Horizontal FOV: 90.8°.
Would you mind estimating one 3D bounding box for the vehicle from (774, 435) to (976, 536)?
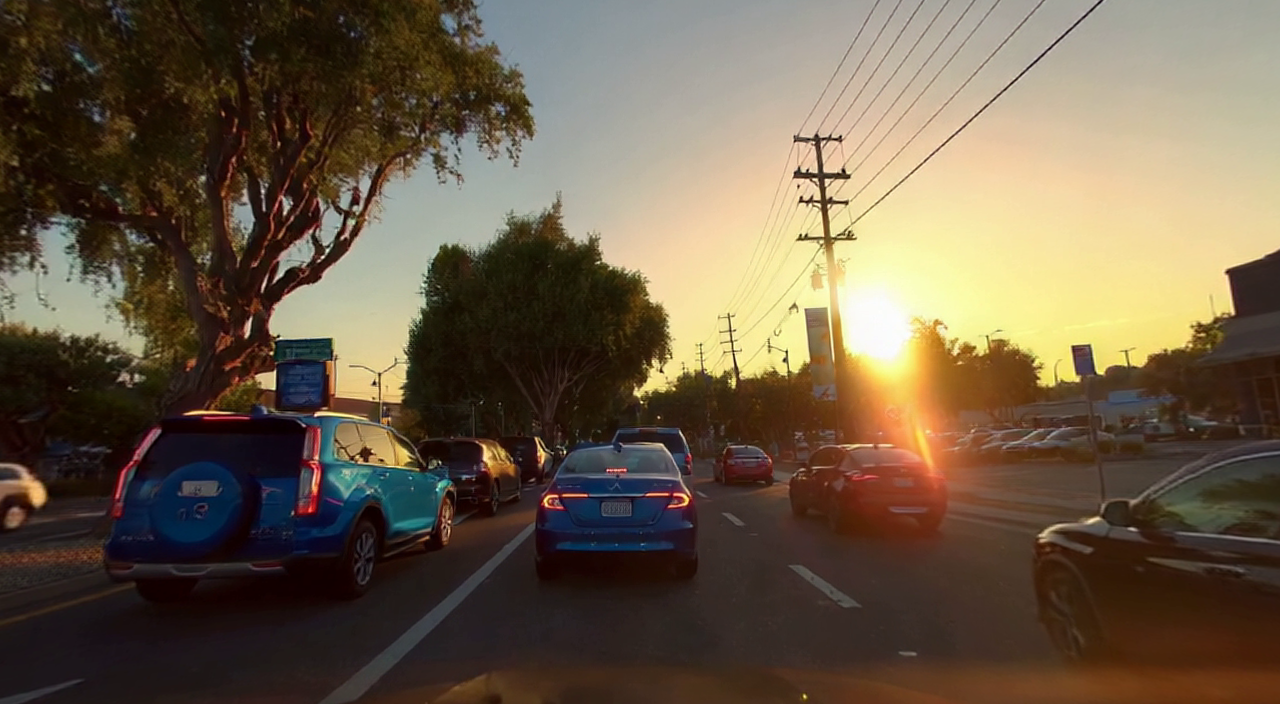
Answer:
[{"bbox_3d":[3.918,2.289,11.503,1.909,1.473,4.361,0,-9,-1],"label":"vehicle"}]

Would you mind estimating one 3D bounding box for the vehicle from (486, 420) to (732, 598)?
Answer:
[{"bbox_3d":[-0.320,1.633,7.396,2.097,1.511,3.809,0,-9,-2],"label":"vehicle"}]

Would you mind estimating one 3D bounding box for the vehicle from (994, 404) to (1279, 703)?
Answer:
[{"bbox_3d":[3.618,0.926,2.368,1.929,1.479,4.723,0,-9,1],"label":"vehicle"}]

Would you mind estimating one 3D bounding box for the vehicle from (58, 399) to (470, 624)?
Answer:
[{"bbox_3d":[-3.433,1.527,6.999,1.979,1.697,4.254,0,-9,-1],"label":"vehicle"}]
